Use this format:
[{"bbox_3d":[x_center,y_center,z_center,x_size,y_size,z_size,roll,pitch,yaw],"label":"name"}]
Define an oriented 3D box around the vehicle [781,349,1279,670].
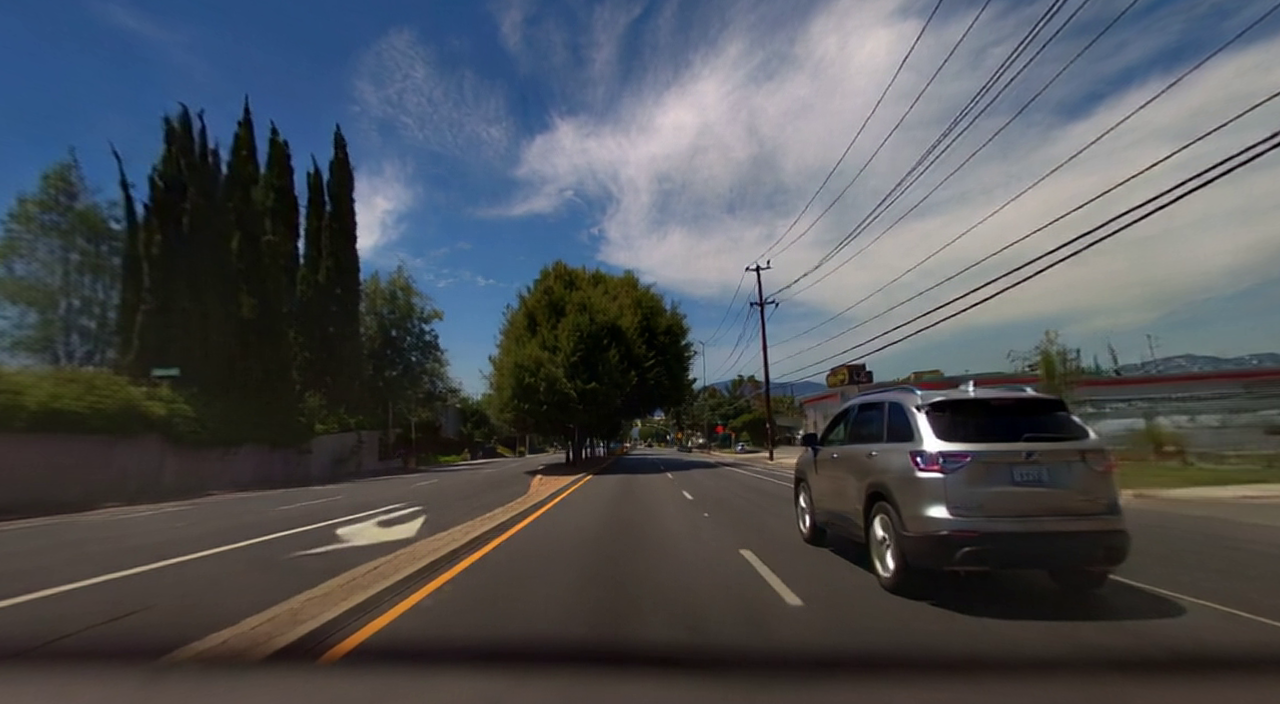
[{"bbox_3d":[2.970,1.232,6.020,2.060,1.820,4.713,0,-9,-1],"label":"vehicle"}]
